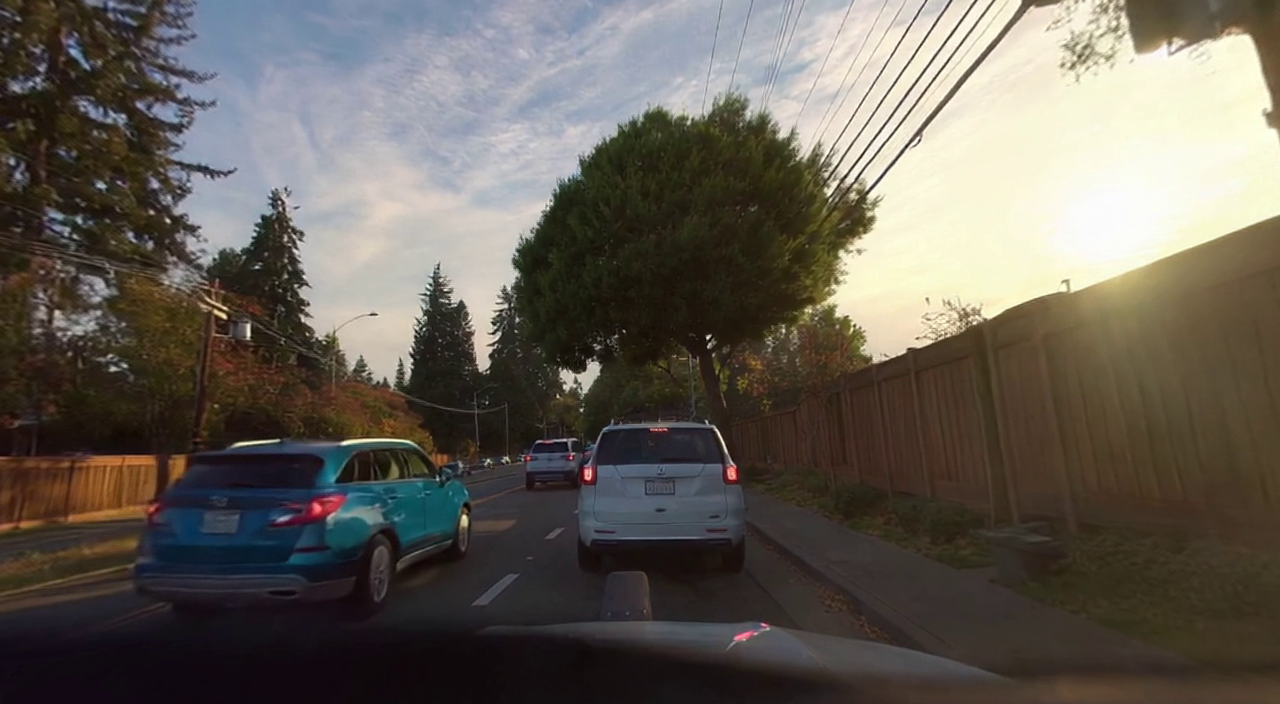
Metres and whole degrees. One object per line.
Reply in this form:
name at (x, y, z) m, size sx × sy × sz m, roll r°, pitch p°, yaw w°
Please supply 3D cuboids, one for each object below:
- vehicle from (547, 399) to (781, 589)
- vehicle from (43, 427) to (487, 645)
vehicle at (0.214, 1.634, 8.001) m, size 2.174 × 1.749 × 4.113 m, roll 0°, pitch -9°, yaw 0°
vehicle at (-3.100, 1.577, 6.433) m, size 1.979 × 1.489 × 4.006 m, roll 0°, pitch -9°, yaw 1°
